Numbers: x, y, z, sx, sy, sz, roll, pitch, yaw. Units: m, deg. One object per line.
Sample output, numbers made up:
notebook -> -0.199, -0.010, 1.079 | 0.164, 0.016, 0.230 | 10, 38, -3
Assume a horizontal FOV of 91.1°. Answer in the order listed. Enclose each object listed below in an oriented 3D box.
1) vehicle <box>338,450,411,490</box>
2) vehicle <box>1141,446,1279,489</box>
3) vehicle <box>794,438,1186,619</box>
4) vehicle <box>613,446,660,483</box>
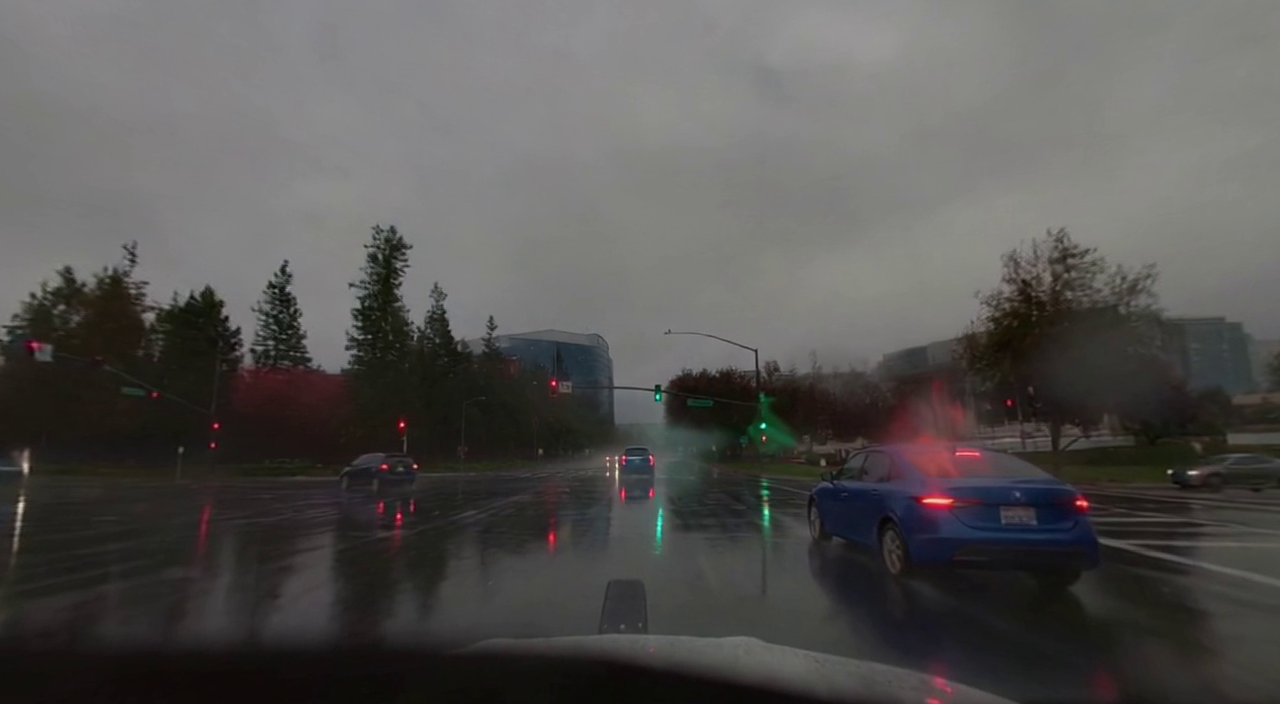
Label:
vehicle -> -12.080, 5.275, 28.438 | 1.987, 1.633, 4.005 | 7, -11, -37
vehicle -> 23.452, 4.584, 25.149 | 4.705, 1.631, 2.053 | -2, -9, 16
vehicle -> 3.452, 1.798, 7.496 | 2.056, 1.468, 4.520 | 0, -8, 0
vehicle -> -0.166, 5.471, 30.853 | 2.108, 1.654, 4.235 | 0, -8, 0
